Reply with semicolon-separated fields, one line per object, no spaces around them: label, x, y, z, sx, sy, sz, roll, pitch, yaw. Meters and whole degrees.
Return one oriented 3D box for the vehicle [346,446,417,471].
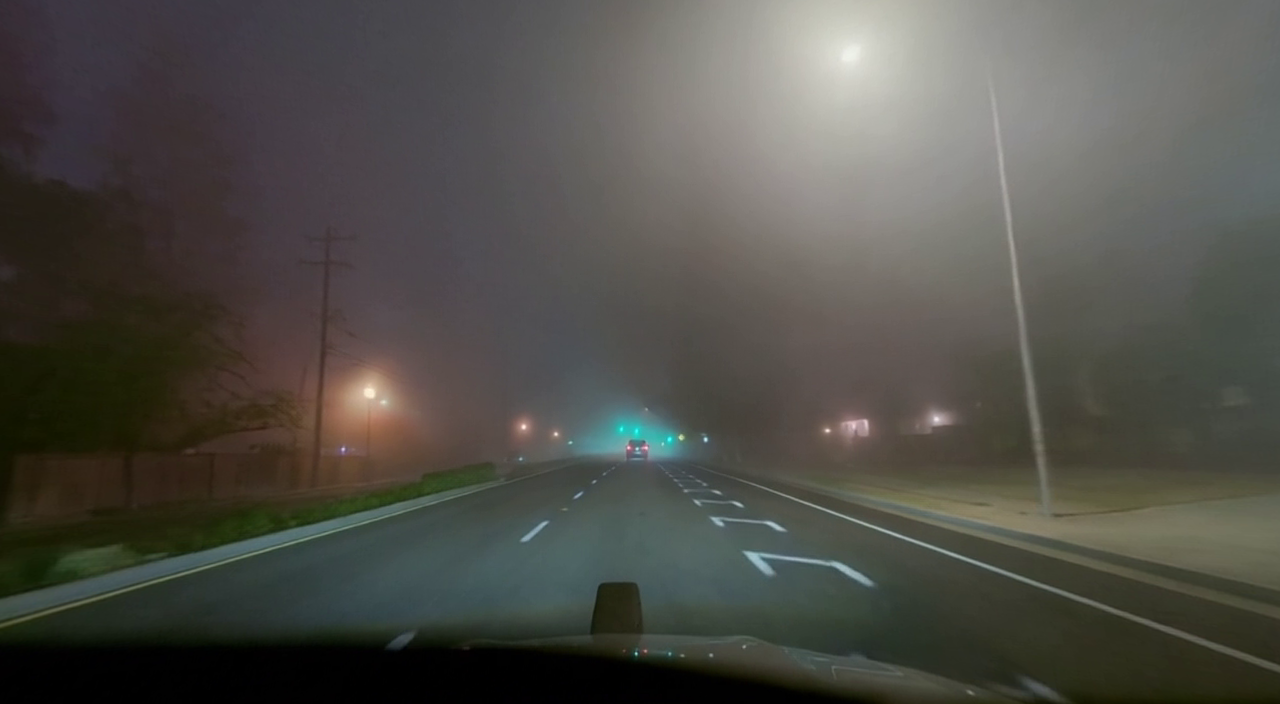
vehicle;-18.944;7.822;46.209;4.170;1.704;2.174;0;-9;4
